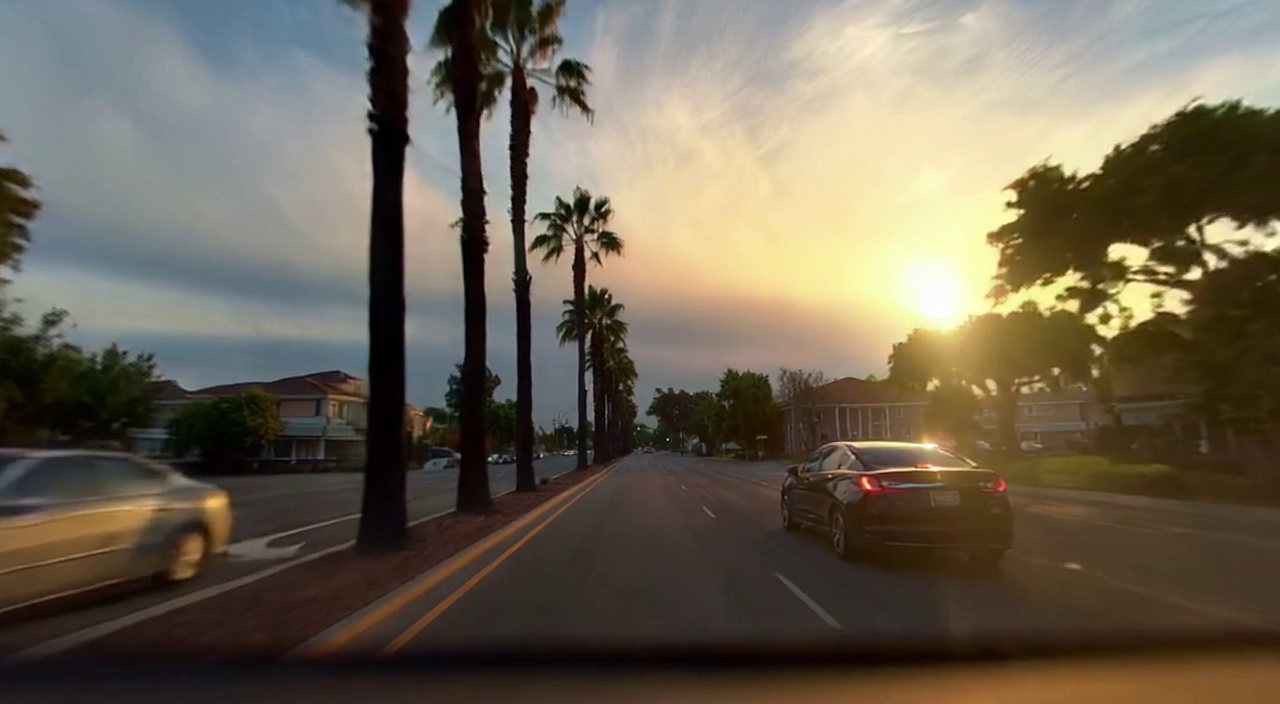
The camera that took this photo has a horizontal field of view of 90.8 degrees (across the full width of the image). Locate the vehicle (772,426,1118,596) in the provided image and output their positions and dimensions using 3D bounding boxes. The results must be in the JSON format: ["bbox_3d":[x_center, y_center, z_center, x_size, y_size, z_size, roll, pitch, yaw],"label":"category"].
[{"bbox_3d":[3.210,1.772,8.014,1.989,1.492,4.689,0,-9,-1],"label":"vehicle"}]

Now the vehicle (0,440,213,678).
[{"bbox_3d":[-4.813,1.227,3.590,1.798,1.441,4.309,0,-9,-1],"label":"vehicle"}]
